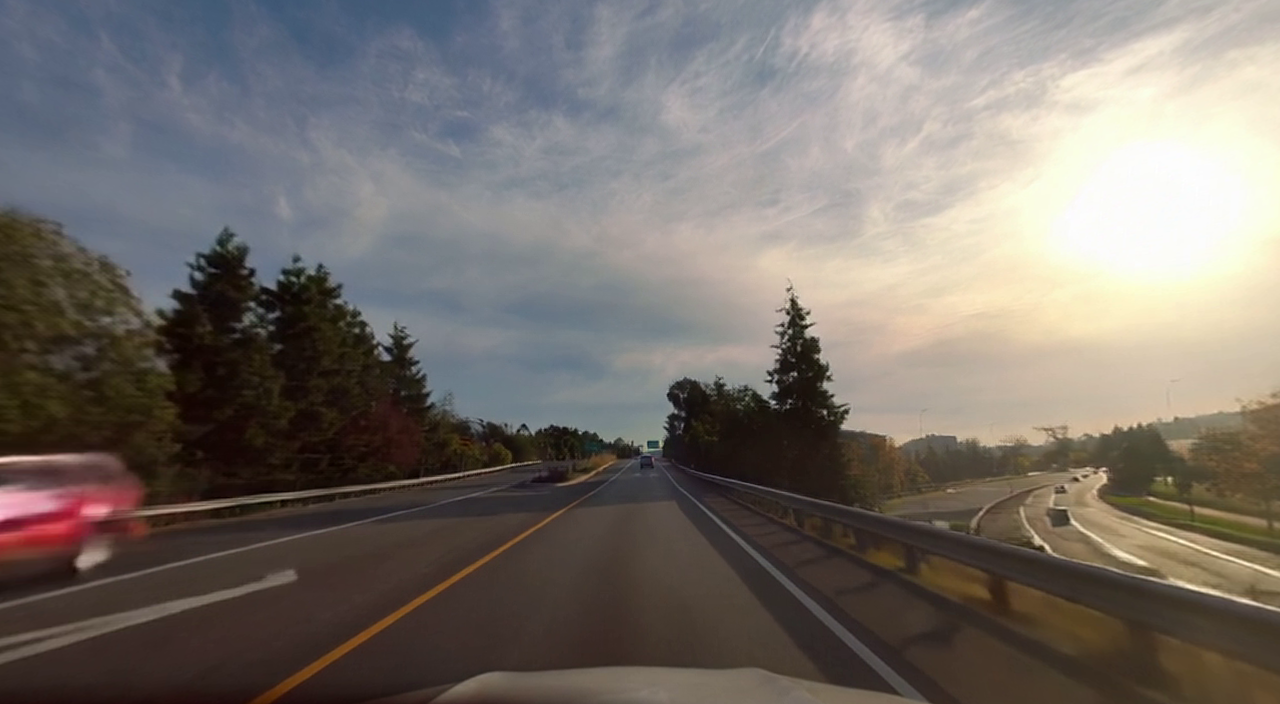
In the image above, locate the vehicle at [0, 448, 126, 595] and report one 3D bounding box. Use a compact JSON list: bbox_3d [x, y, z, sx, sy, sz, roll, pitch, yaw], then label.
[{"bbox_3d":[-7.867,1.769,6.423,2.003,1.554,3.757,0,-9,1],"label":"vehicle"}]
